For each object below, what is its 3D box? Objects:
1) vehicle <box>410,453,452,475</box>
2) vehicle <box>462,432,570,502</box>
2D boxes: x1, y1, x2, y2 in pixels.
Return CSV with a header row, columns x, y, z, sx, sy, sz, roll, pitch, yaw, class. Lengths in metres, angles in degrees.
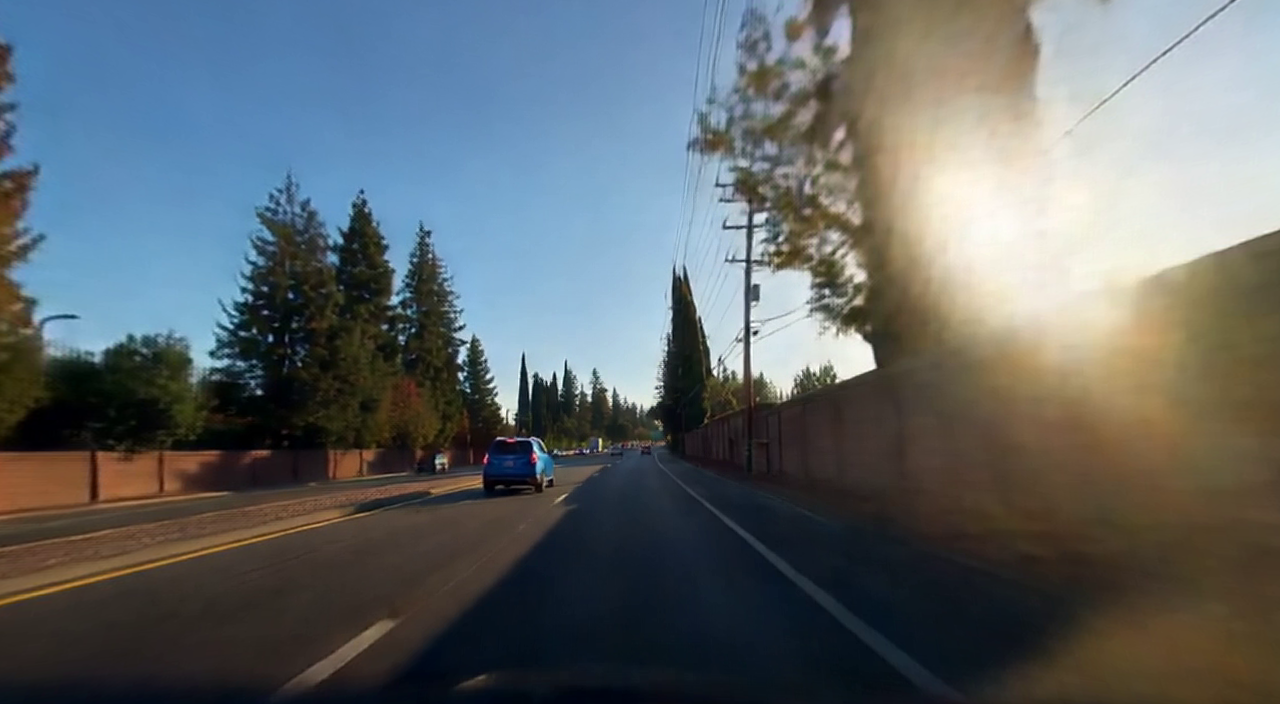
x,y,z,sx,sy,sz,roll,pitch,yaw,class
-15.996,8.582,48.313,1.766,1.554,3.887,0,-8,1,vehicle
-3.379,3.229,18.137,2.147,1.730,4.555,0,-8,0,vehicle
